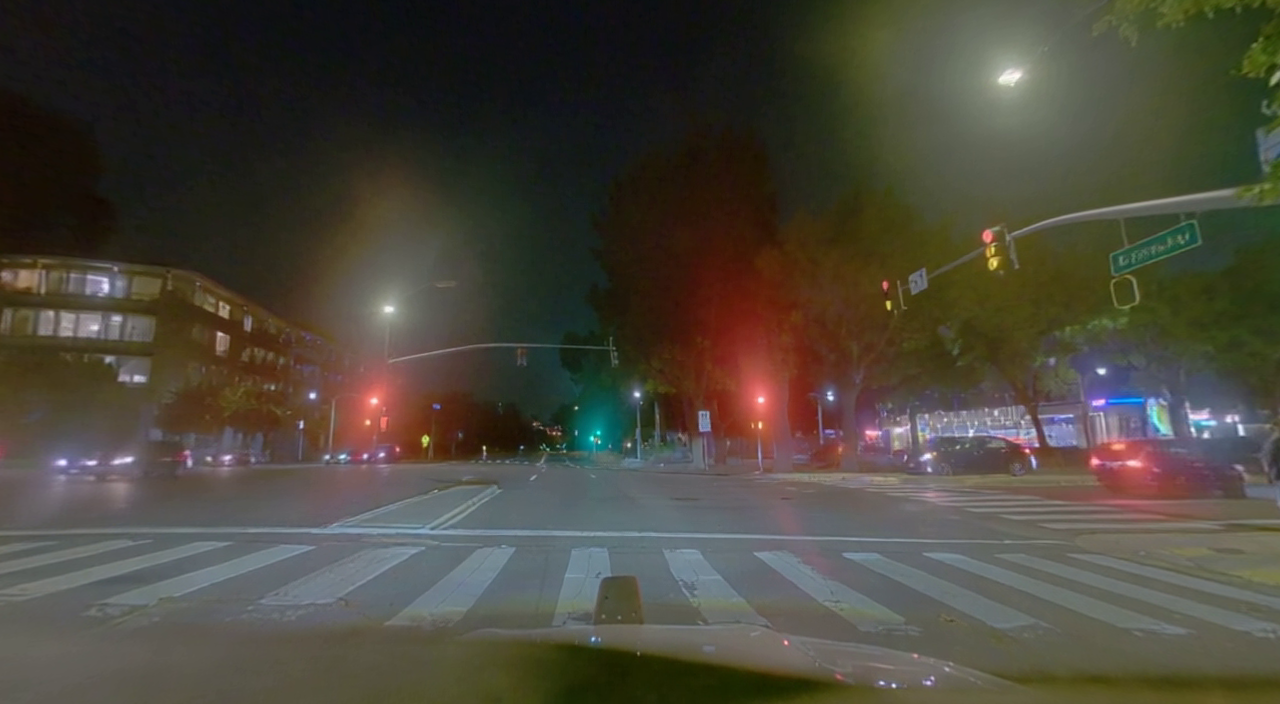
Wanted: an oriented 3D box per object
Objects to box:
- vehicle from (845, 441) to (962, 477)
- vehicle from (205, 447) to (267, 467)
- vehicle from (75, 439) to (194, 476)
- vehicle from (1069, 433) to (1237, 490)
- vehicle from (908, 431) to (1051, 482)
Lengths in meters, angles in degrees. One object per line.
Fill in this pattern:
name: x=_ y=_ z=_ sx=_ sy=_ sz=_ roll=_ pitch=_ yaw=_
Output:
vehicle: x=11.438 y=4.629 z=27.567 sx=4.317 sy=1.491 sz=1.896 roll=1 pitch=-9 yaw=-11
vehicle: x=-31.513 y=8.181 z=49.449 sx=1.811 sy=1.438 sz=4.812 roll=0 pitch=-8 yaw=-3
vehicle: x=-23.728 y=4.953 z=29.910 sx=2.056 sy=1.604 sz=4.436 roll=0 pitch=-8 yaw=-3
vehicle: x=15.386 y=3.243 z=18.963 sx=4.312 sy=1.540 sz=2.007 roll=4 pitch=-9 yaw=-23
vehicle: x=12.901 y=3.923 z=24.051 sx=4.742 sy=1.762 sz=2.180 roll=3 pitch=-9 yaw=-22
